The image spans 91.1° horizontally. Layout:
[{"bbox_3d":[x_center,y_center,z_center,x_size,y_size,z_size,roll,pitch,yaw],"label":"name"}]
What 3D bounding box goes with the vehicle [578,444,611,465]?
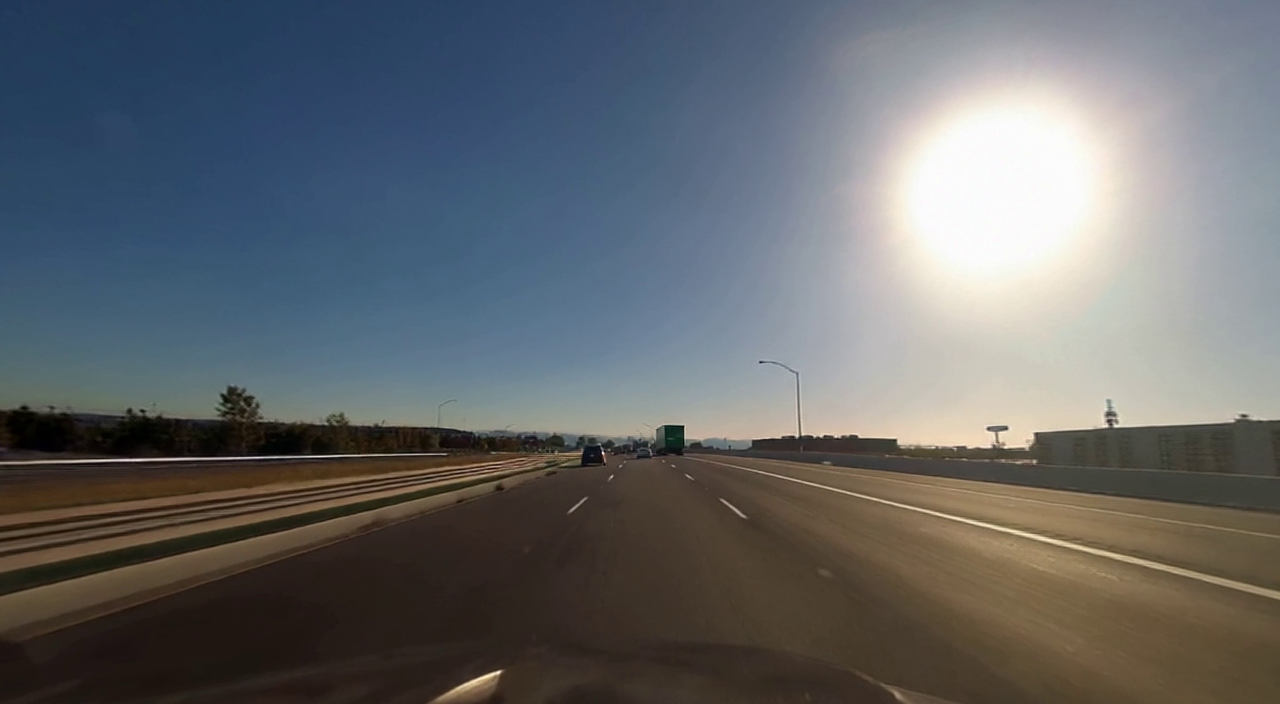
[{"bbox_3d":[-3.509,7.980,48.931,2.113,1.548,4.532,0,-8,2],"label":"vehicle"}]
